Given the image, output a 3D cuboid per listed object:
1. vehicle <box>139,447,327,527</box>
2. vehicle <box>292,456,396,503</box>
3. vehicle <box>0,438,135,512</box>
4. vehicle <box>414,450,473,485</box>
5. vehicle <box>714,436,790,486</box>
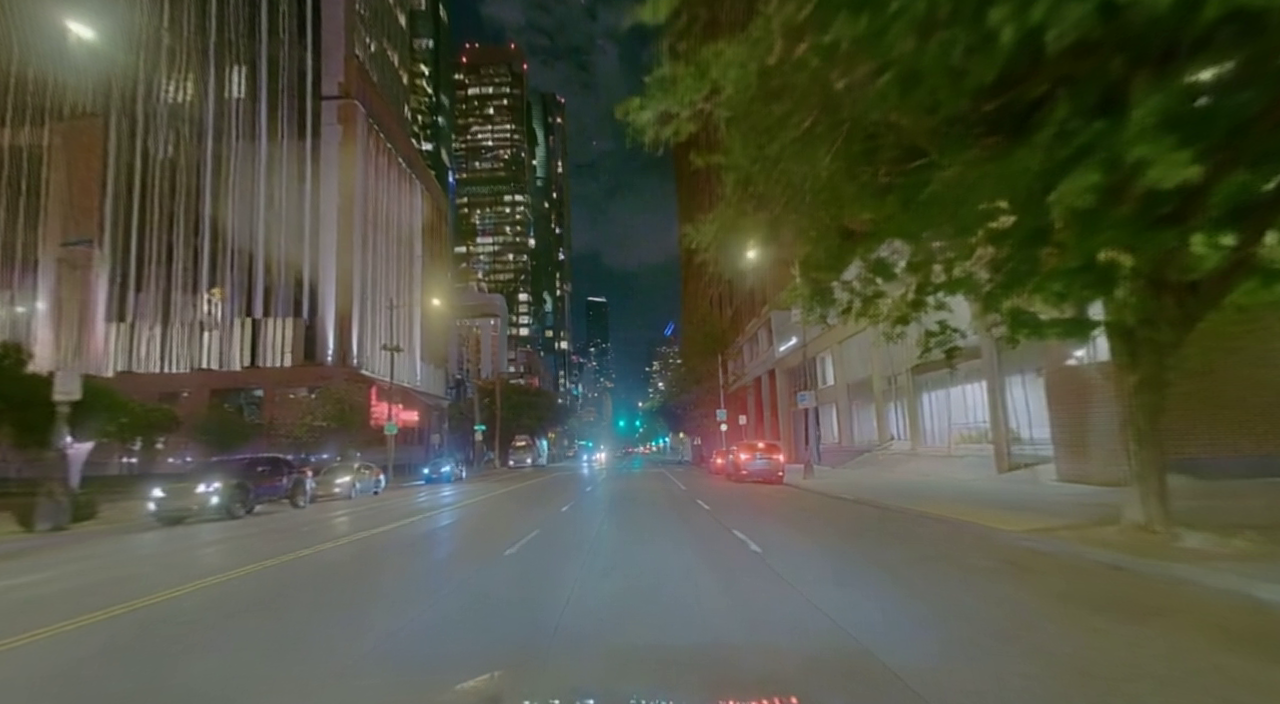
[{"bbox_3d":[-11.344,3.719,18.273,1.970,1.828,5.519,-3,-8,-2],"label":"vehicle"},{"bbox_3d":[-11.356,4.903,24.581,2.007,1.511,4.280,-4,-10,0],"label":"vehicle"},{"bbox_3d":[-18.529,3.746,19.869,4.675,1.985,2.189,-4,-7,25],"label":"vehicle"},{"bbox_3d":[-11.239,6.640,36.424,2.039,1.770,4.445,-3,-9,-1],"label":"vehicle"},{"bbox_3d":[4.662,4.649,27.242,2.237,1.908,5.320,0,-9,-1],"label":"vehicle"}]
